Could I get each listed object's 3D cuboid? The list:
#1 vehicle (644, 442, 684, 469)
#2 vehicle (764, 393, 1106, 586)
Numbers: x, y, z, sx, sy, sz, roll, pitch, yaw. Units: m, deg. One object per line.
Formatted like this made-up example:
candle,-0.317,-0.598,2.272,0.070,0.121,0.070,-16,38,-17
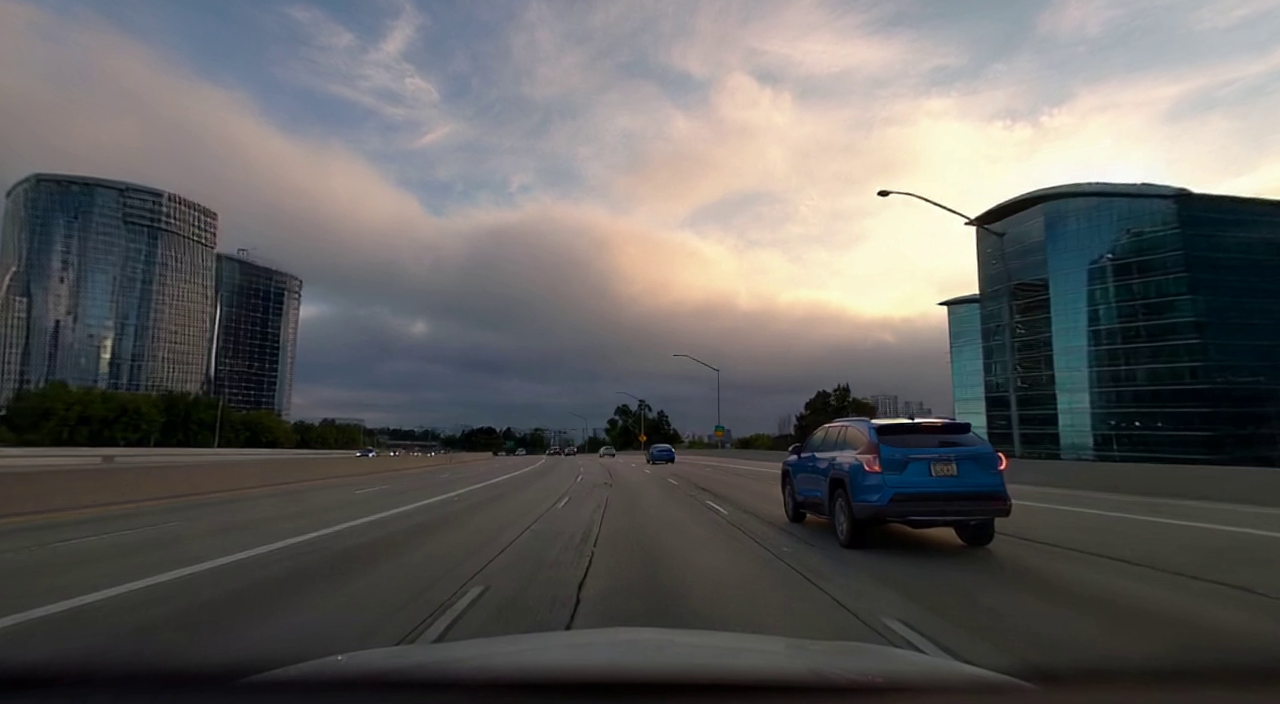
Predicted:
vehicle,1.613,7.213,44.148,2.110,1.780,4.682,1,-9,-6
vehicle,3.267,1.632,8.301,2.182,1.826,4.392,0,-9,-3
